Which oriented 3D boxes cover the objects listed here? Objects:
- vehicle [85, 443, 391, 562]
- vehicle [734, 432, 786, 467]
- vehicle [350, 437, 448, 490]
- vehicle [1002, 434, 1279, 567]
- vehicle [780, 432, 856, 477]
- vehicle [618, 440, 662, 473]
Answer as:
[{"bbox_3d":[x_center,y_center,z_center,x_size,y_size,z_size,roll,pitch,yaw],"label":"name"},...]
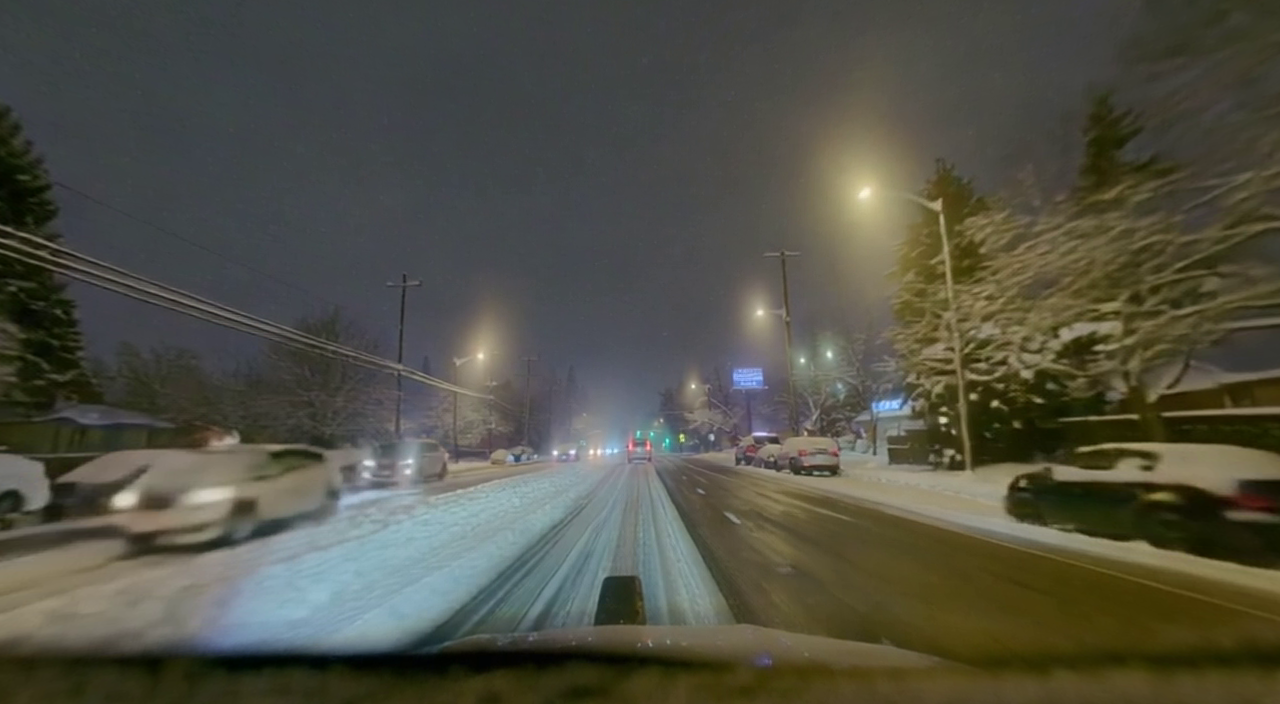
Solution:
[{"bbox_3d":[-6.103,2.284,10.509,1.992,1.476,4.682,-1,-8,1],"label":"vehicle"},{"bbox_3d":[7.666,6.325,40.960,2.257,2.072,5.376,-1,-8,-1],"label":"vehicle"},{"bbox_3d":[-9.553,4.430,25.528,2.048,1.890,4.780,-1,-8,0],"label":"vehicle"},{"bbox_3d":[7.861,2.019,9.558,1.936,1.479,4.736,-1,-8,0],"label":"vehicle"},{"bbox_3d":[7.924,4.598,28.568,2.026,1.851,4.360,-1,-8,-2],"label":"vehicle"},{"bbox_3d":[-0.008,5.265,32.105,2.067,1.547,4.513,-1,-8,0],"label":"vehicle"}]
